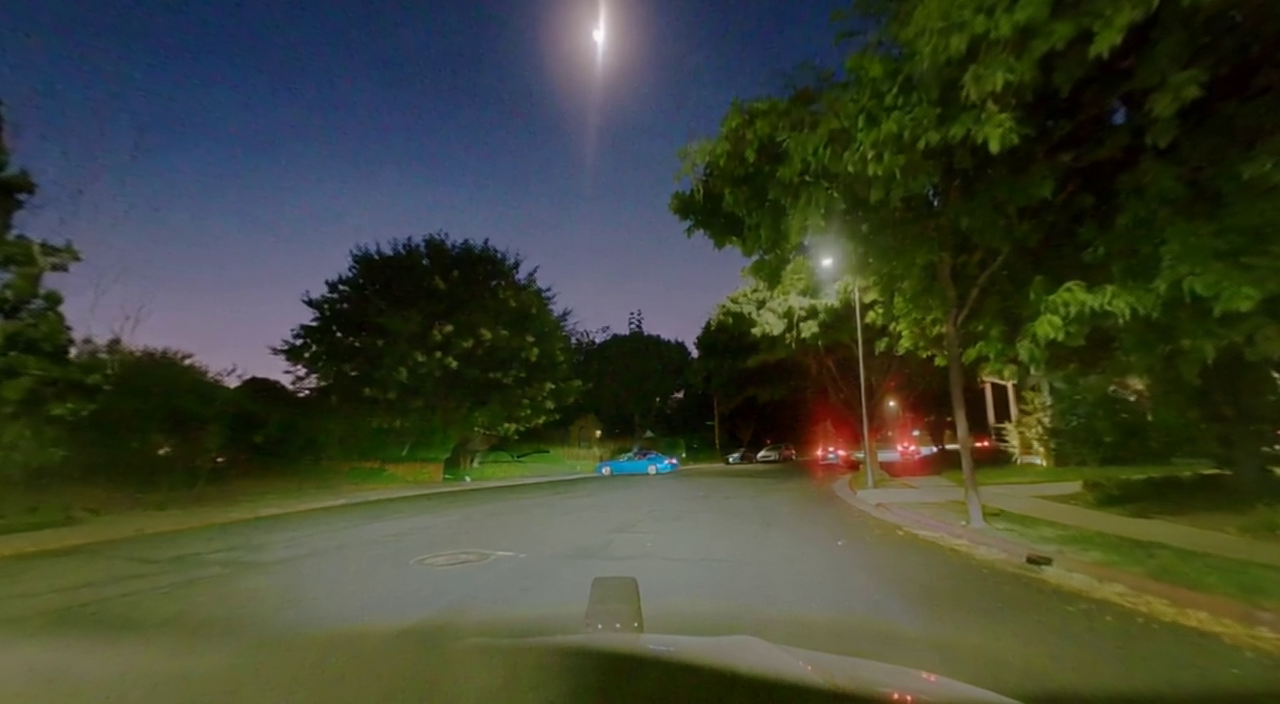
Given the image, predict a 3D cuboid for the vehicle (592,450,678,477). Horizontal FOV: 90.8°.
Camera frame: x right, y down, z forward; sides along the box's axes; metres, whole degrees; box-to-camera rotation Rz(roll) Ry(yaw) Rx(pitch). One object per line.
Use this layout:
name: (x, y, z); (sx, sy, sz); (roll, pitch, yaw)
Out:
vehicle: (-0.278, 6.444, 36.771); (4.653, 1.480, 1.871); (-3, -9, 20)
